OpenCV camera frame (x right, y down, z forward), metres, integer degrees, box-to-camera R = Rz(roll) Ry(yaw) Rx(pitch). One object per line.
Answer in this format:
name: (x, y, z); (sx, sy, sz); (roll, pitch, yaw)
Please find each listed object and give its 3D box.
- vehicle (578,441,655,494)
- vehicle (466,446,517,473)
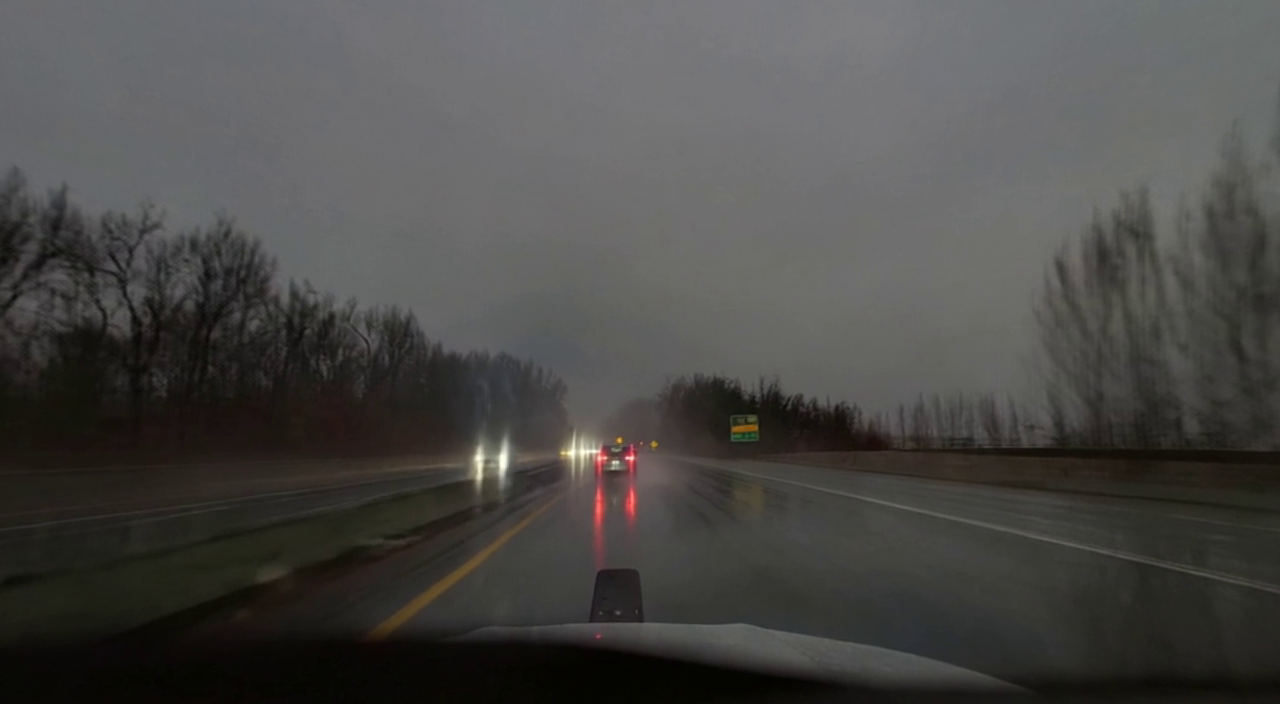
vehicle: (-0.738, 3.679, 20.313); (2.244, 1.506, 4.097); (0, -9, -1)
vehicle: (-9.657, 7.017, 41.101); (2.330, 1.637, 4.272); (0, -9, -1)
